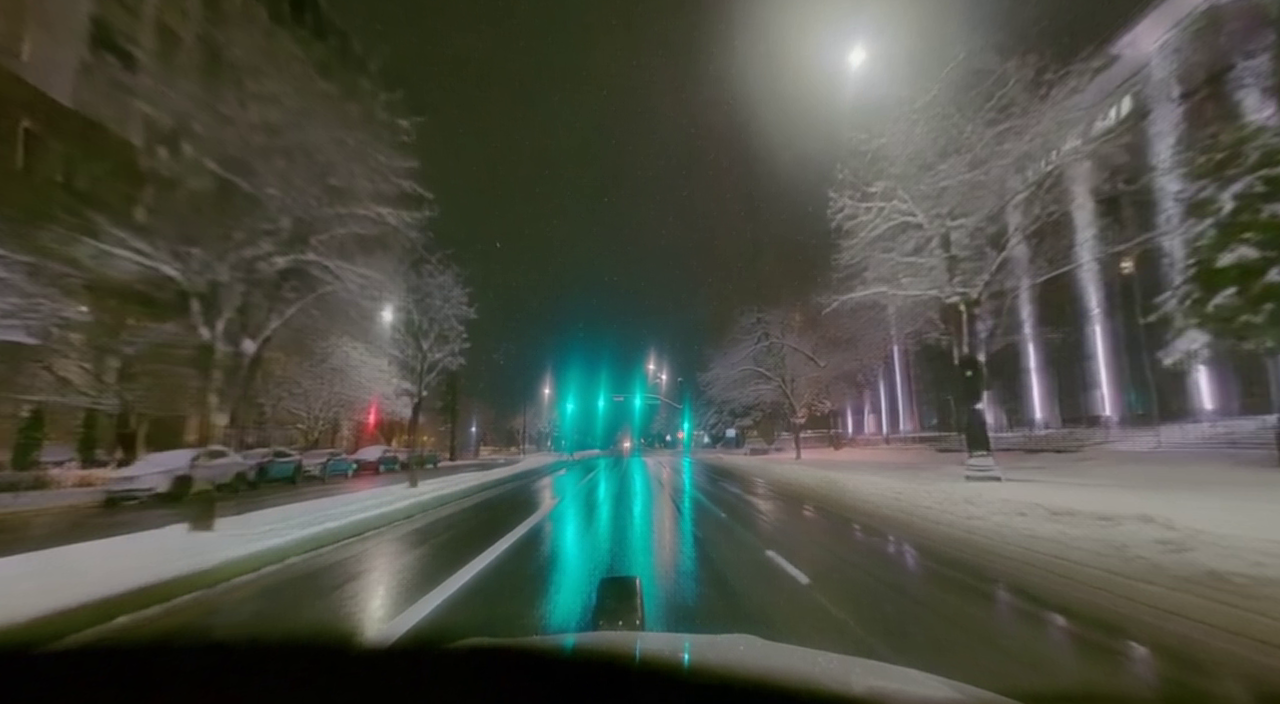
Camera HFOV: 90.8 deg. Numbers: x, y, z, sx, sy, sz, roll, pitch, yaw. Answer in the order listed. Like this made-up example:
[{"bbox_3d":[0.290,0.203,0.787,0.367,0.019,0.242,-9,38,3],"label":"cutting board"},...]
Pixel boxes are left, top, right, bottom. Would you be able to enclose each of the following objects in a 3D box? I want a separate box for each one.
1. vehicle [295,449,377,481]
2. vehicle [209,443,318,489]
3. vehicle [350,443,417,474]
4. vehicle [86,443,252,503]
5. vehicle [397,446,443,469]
[{"bbox_3d":[-15.445,5.730,32.401,1.776,1.468,5.089,0,-8,-1],"label":"vehicle"},{"bbox_3d":[-15.870,4.787,26.954,1.880,1.791,4.666,0,-8,-2],"label":"vehicle"},{"bbox_3d":[-15.623,6.501,38.785,1.978,1.760,5.097,0,-8,0],"label":"vehicle"},{"bbox_3d":[-15.515,3.963,21.268,1.950,1.749,5.006,1,-8,-4],"label":"vehicle"},{"bbox_3d":[-15.831,7.609,45.701,1.831,1.599,4.080,0,-8,0],"label":"vehicle"}]
